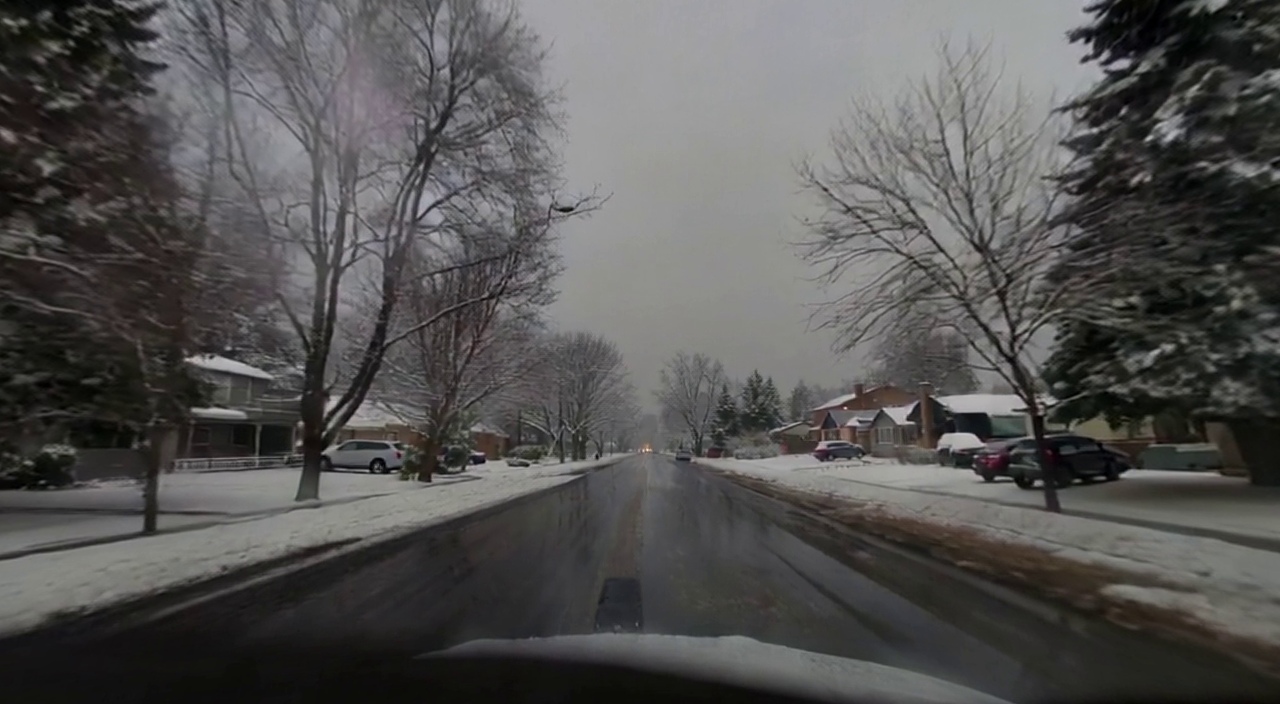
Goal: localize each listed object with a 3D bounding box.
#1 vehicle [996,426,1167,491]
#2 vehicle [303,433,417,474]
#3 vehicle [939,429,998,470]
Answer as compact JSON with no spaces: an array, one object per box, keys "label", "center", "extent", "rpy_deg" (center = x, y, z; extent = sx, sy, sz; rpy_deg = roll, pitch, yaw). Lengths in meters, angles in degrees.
[{"label":"vehicle","center":[13.271,3.157,18.903],"extent":[4.708,1.727,2.076],"rpy_deg":[4,-10,-26]},{"label":"vehicle","center":[-15.035,5.448,34.145],"extent":[2.575,2.031,5.155],"rpy_deg":[-4,-9,23]},{"label":"vehicle","center":[16.588,4.957,32.030],"extent":[2.288,1.880,4.939],"rpy_deg":[-4,-10,24]}]
